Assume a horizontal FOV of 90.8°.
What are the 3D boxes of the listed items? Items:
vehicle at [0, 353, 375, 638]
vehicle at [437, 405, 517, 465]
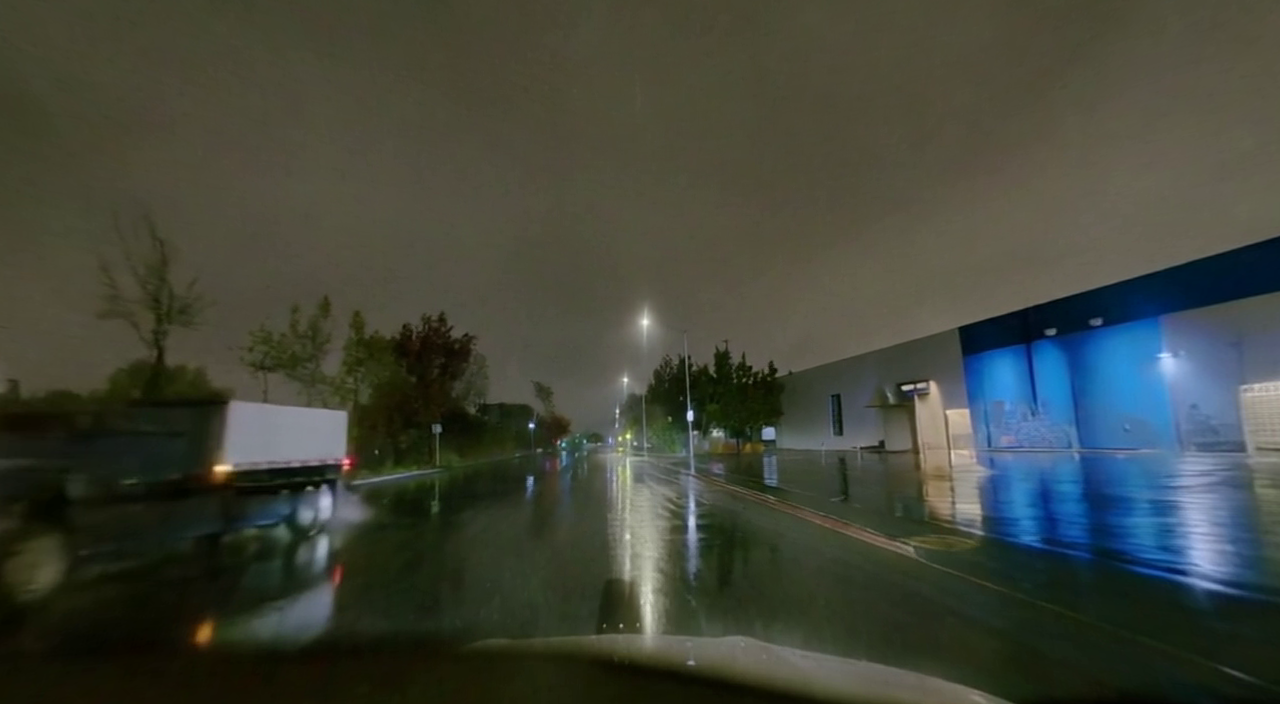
[{"bbox_3d":[-6.067,1.548,7.949,2.770,2.135,6.329,-1,-8,0],"label":"vehicle"},{"bbox_3d":[-12.099,6.496,48.449,3.122,3.985,12.515,0,-9,-2],"label":"vehicle"}]
